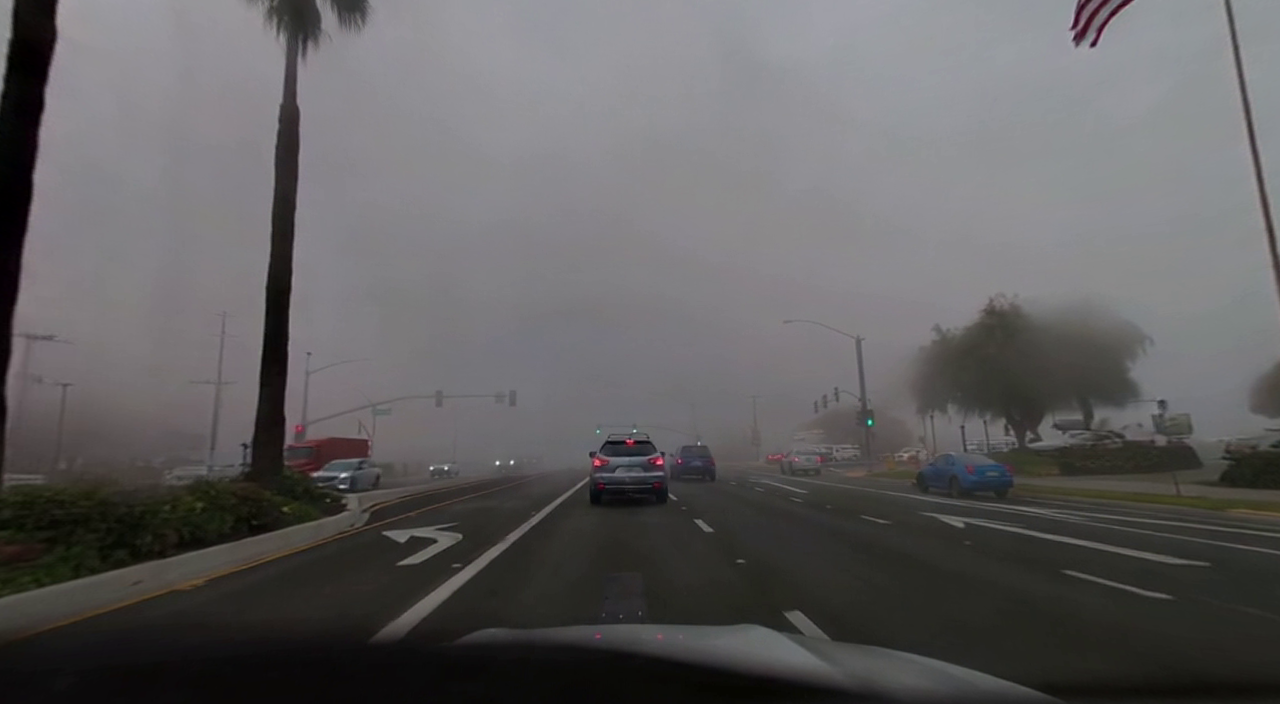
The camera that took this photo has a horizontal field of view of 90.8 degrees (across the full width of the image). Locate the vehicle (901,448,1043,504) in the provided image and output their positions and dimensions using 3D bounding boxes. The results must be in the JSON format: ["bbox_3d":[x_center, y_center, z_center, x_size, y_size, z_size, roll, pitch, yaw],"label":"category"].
[{"bbox_3d":[9.911,3.706,19.316,1.967,1.485,4.267,0,-9,-1],"label":"vehicle"}]

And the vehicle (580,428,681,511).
[{"bbox_3d":[-0.266,3.152,17.436,2.402,1.938,4.535,0,-9,-1],"label":"vehicle"}]

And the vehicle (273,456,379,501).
[{"bbox_3d":[-12.028,4.845,24.557,1.965,1.475,4.209,0,-9,-1],"label":"vehicle"}]

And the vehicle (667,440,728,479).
[{"bbox_3d":[3.108,6.048,35.879,2.773,2.021,6.212,0,-9,-1],"label":"vehicle"}]

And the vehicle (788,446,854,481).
[{"bbox_3d":[9.773,6.019,34.503,2.155,1.779,4.582,0,-9,-1],"label":"vehicle"}]
